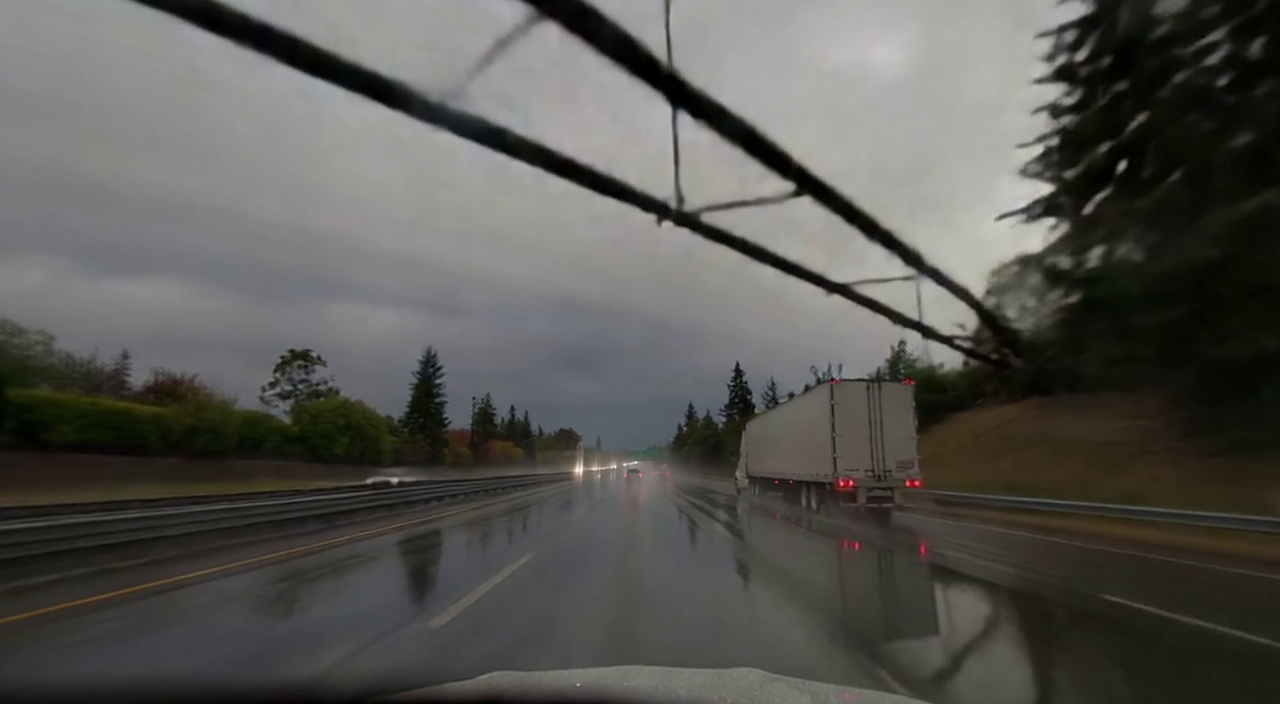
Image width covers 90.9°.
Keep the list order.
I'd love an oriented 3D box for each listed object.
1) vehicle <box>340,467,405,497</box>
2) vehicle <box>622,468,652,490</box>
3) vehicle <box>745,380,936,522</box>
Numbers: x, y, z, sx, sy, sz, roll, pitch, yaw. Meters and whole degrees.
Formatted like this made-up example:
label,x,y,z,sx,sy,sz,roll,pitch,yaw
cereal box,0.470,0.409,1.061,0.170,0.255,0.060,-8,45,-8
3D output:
label,x,y,z,sx,sy,sz,roll,pitch,yaw
vehicle,-14.957,7.286,35.499,1.809,1.496,4.306,1,-11,-1
vehicle,-0.237,9.074,45.037,2.029,1.459,3.684,1,-11,-1
vehicle,6.950,4.113,25.215,2.926,4.073,13.836,1,-11,-1
